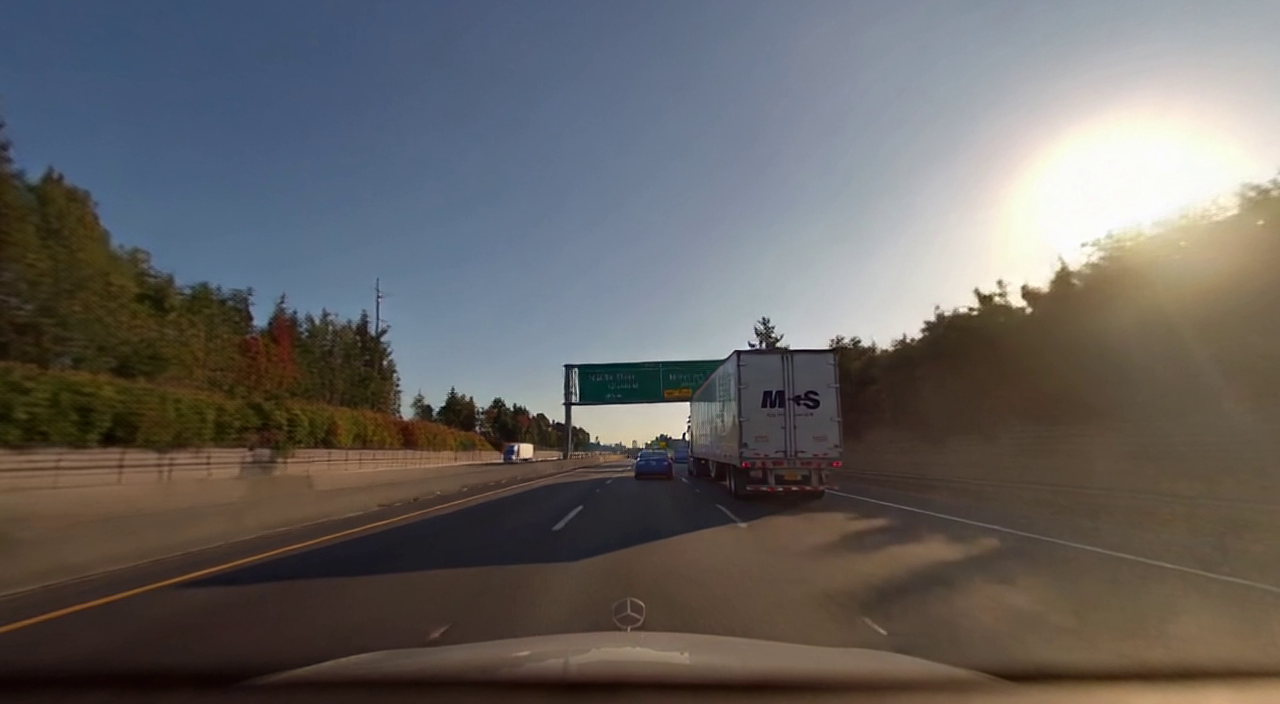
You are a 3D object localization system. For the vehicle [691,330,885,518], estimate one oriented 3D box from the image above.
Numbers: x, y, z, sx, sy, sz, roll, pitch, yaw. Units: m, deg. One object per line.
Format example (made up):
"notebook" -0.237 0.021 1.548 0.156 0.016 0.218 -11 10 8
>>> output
"vehicle" 3.767 2.603 20.813 3.002 4.104 14.174 0 -9 0

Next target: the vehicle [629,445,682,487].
"vehicle" 0.609 4.864 27.154 2.121 1.642 3.828 0 -9 0
